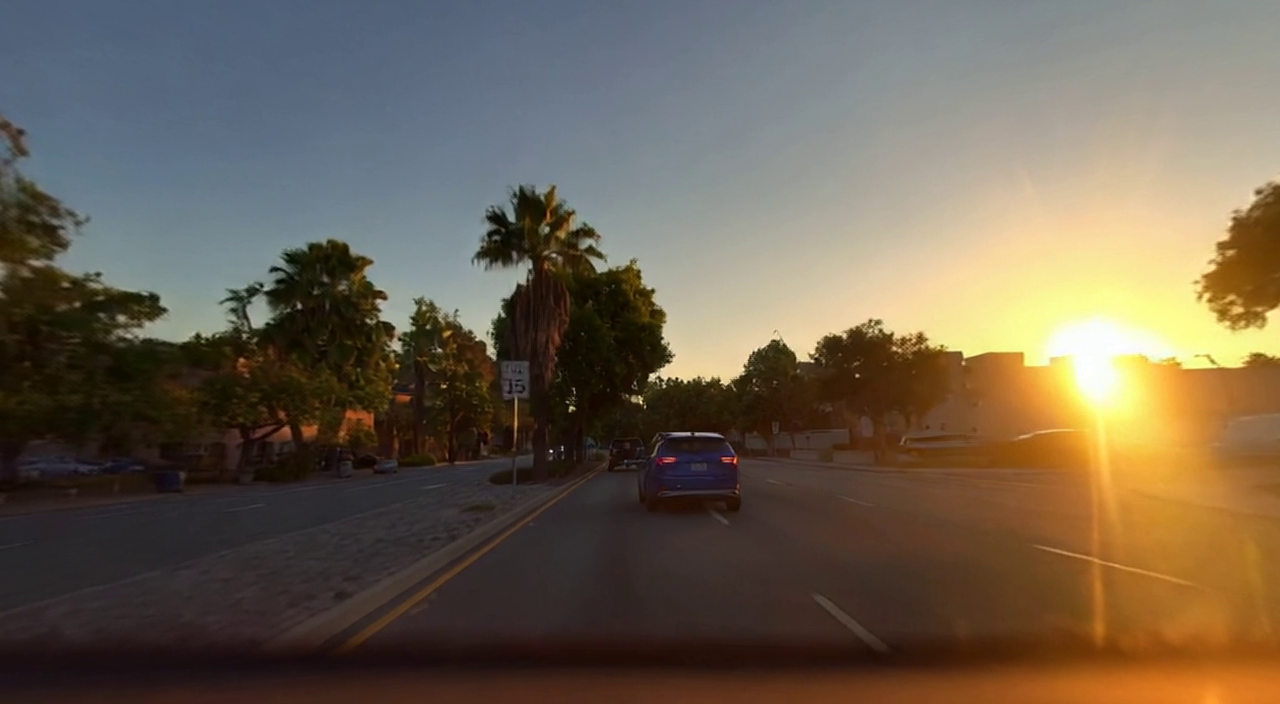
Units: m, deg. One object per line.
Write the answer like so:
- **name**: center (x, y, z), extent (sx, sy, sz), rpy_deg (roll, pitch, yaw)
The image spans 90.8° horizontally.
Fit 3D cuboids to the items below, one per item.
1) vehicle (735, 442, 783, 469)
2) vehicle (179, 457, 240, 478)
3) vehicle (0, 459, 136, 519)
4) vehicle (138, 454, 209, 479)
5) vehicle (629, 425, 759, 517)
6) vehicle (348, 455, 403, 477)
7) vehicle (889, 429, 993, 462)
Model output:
- **vehicle**: center (6.971, 6.094, 37.444), extent (1.930, 1.457, 4.267), rpy_deg (0, -8, -2)
- **vehicle**: center (-31.485, 8.445, 46.353), extent (1.765, 1.417, 3.827), rpy_deg (0, -8, 0)
- **vehicle**: center (-19.731, 4.476, 21.084), extent (1.929, 1.646, 4.716), rpy_deg (0, -8, 0)
- **vehicle**: center (-34.310, 8.411, 46.603), extent (1.926, 1.722, 4.264), rpy_deg (0, -8, 1)
- **vehicle**: center (0.964, 2.535, 13.953), extent (2.239, 1.693, 4.301), rpy_deg (0, -8, -4)
- **vehicle**: center (-19.577, 8.442, 46.992), extent (1.848, 1.460, 4.641), rpy_deg (-1, -8, 4)
- **vehicle**: center (20.393, 6.374, 42.928), extent (5.820, 1.968, 2.301), rpy_deg (-1, -9, -2)
